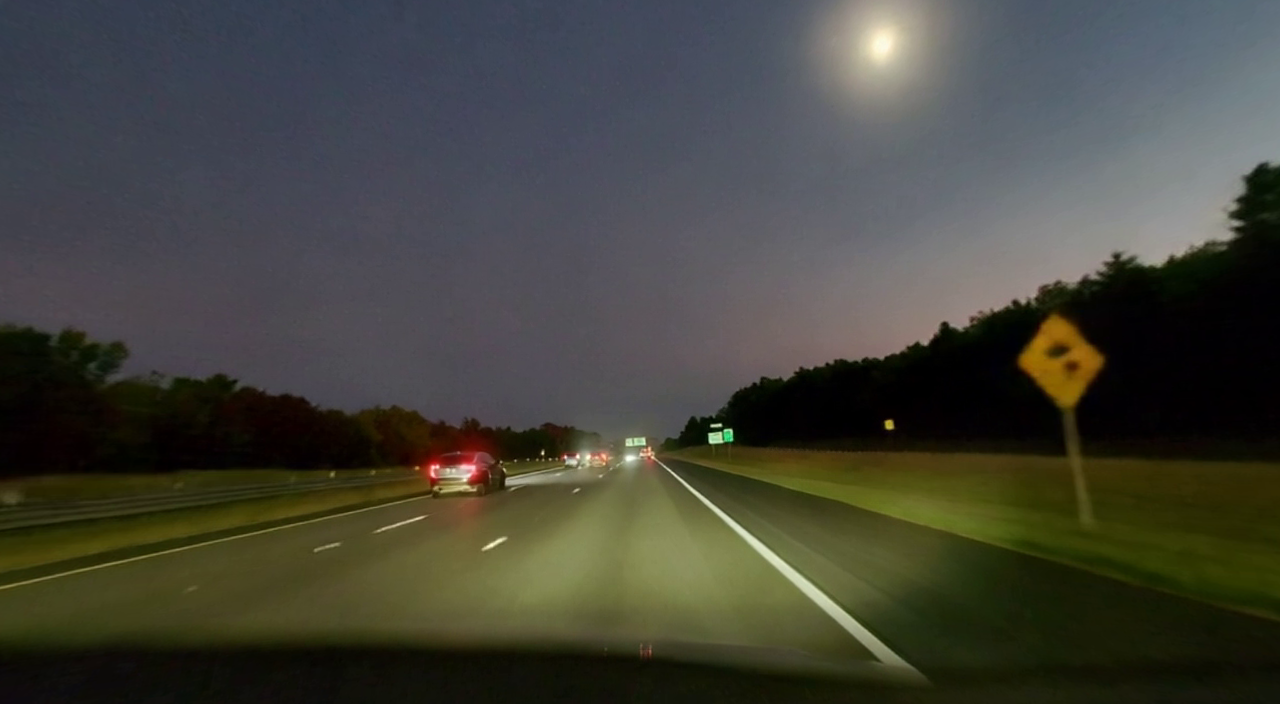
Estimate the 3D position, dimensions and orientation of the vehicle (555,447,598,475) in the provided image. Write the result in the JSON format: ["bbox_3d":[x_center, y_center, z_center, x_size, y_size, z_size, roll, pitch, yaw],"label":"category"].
[{"bbox_3d":[-3.590,6.234,36.151,2.005,1.474,3.921,0,-9,1],"label":"vehicle"}]

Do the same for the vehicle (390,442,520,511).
[{"bbox_3d":[-4.568,3.131,16.369,1.975,1.501,4.603,0,-9,0],"label":"vehicle"}]
